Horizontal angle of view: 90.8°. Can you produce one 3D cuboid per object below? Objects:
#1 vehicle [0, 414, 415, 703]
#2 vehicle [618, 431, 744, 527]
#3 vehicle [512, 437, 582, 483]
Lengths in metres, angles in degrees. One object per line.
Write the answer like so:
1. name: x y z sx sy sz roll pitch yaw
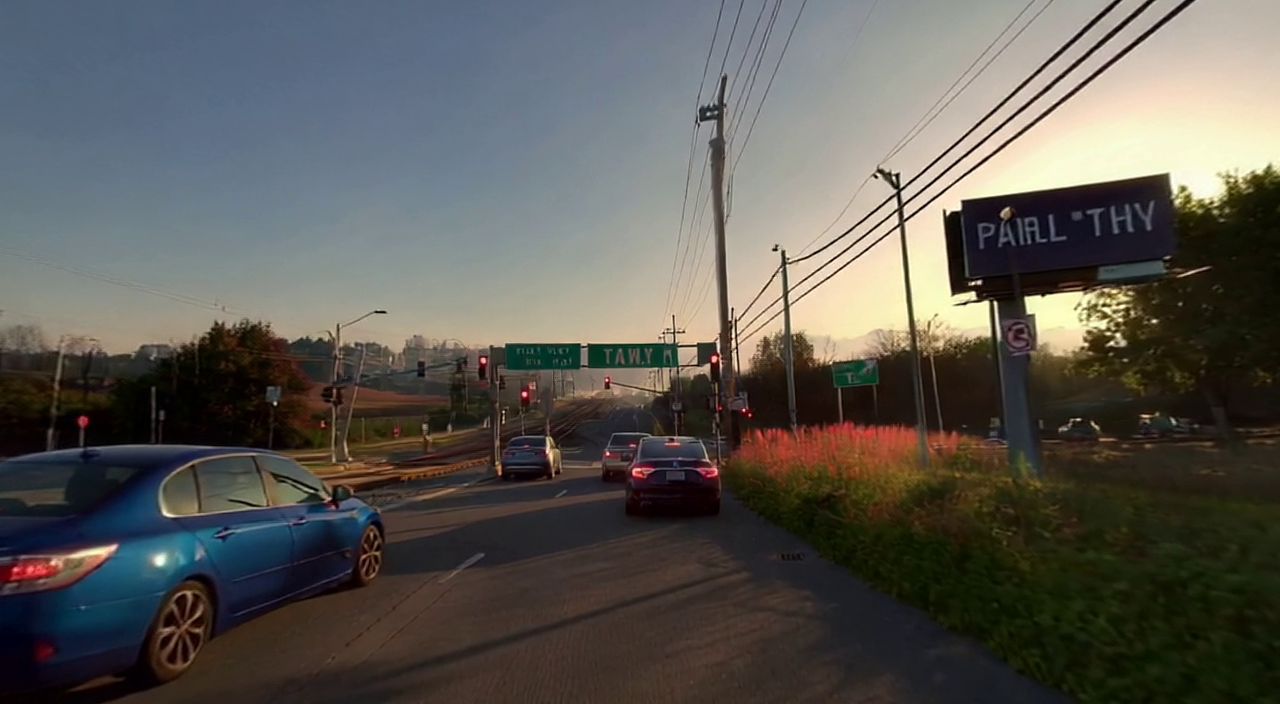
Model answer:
1. vehicle: -3.591 1.359 5.010 1.956 1.468 4.585 0 -9 0
2. vehicle: 0.592 2.352 12.195 1.998 1.529 3.960 0 -9 -2
3. vehicle: -3.261 3.894 22.950 1.984 1.505 4.047 0 -9 -1
